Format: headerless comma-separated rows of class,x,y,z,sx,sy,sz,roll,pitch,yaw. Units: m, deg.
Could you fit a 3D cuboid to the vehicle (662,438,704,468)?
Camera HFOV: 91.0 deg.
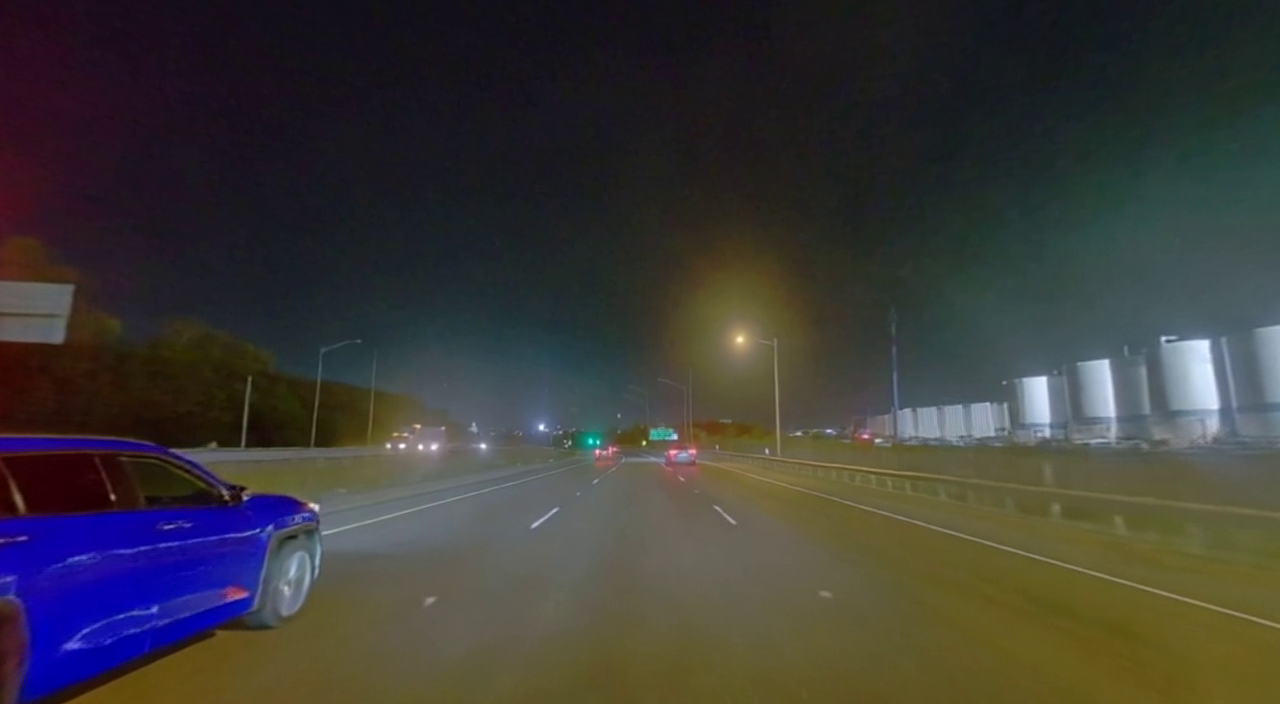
vehicle,2.694,6.485,40.651,2.296,1.790,5.067,0,-9,-1
